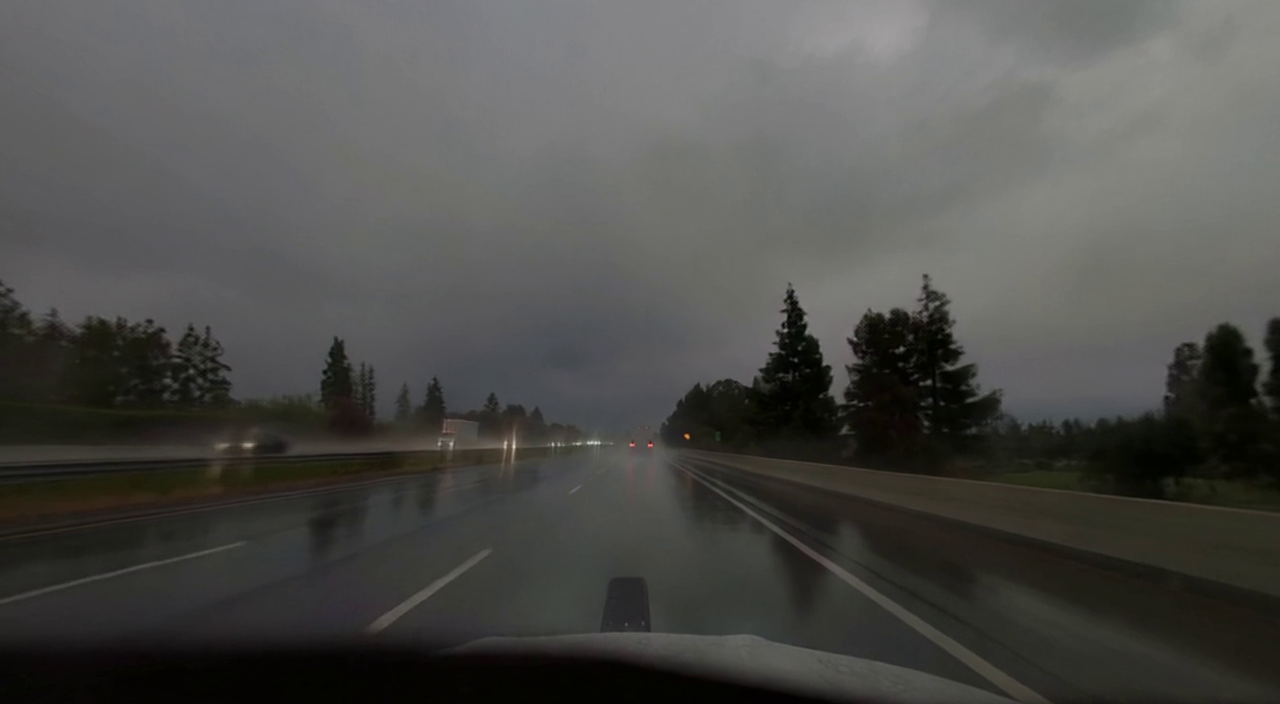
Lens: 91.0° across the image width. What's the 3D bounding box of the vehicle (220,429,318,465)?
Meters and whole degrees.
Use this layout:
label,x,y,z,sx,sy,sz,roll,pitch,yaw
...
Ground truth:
label,x,y,z,sx,sy,sz,roll,pitch,yaw
vehicle,-16.407,4.223,28.087,1.880,1.462,4.045,0,-8,1
